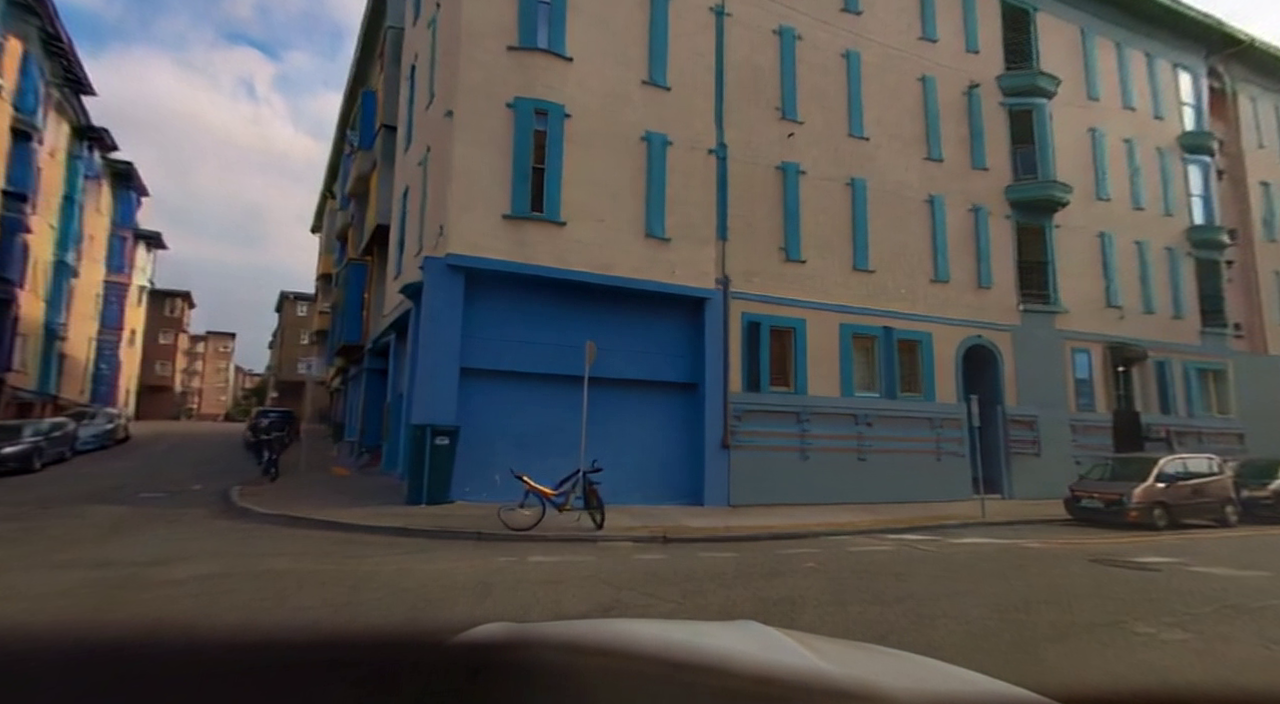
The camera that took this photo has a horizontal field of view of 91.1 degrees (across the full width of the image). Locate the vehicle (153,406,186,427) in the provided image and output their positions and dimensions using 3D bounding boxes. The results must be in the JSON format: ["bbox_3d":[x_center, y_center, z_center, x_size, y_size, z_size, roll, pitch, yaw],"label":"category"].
[{"bbox_3d":[-35.483,4.912,47.461,1.777,1.459,3.676,6,-9,-34],"label":"vehicle"}]

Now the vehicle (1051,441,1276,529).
[{"bbox_3d":[10.337,2.557,12.504,3.414,1.519,1.719,3,-8,-16],"label":"vehicle"}]

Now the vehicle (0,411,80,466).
[{"bbox_3d":[-17.941,2.459,18.037,1.897,1.431,3.741,4,-9,-28],"label":"vehicle"}]

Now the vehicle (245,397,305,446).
[{"bbox_3d":[-16.906,3.274,29.021,2.072,2.074,4.358,5,-9,-31],"label":"vehicle"}]

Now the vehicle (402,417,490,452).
[{"bbox_3d":[-8.595,3.671,27.859,3.404,1.431,1.641,4,-9,-28],"label":"vehicle"}]
